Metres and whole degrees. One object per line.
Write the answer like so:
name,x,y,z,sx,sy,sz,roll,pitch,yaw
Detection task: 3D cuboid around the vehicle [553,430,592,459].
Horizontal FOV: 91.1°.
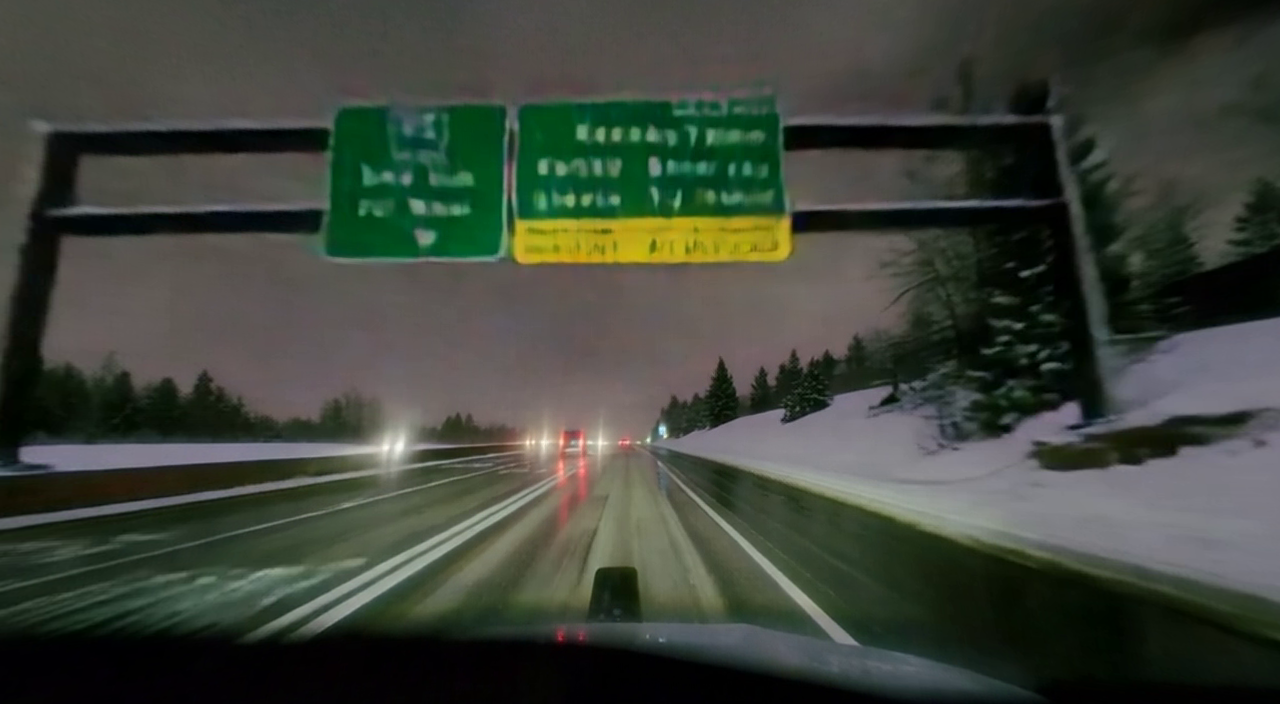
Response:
vehicle,-4.840,6.681,45.724,2.281,1.957,5.713,0,-8,-1
